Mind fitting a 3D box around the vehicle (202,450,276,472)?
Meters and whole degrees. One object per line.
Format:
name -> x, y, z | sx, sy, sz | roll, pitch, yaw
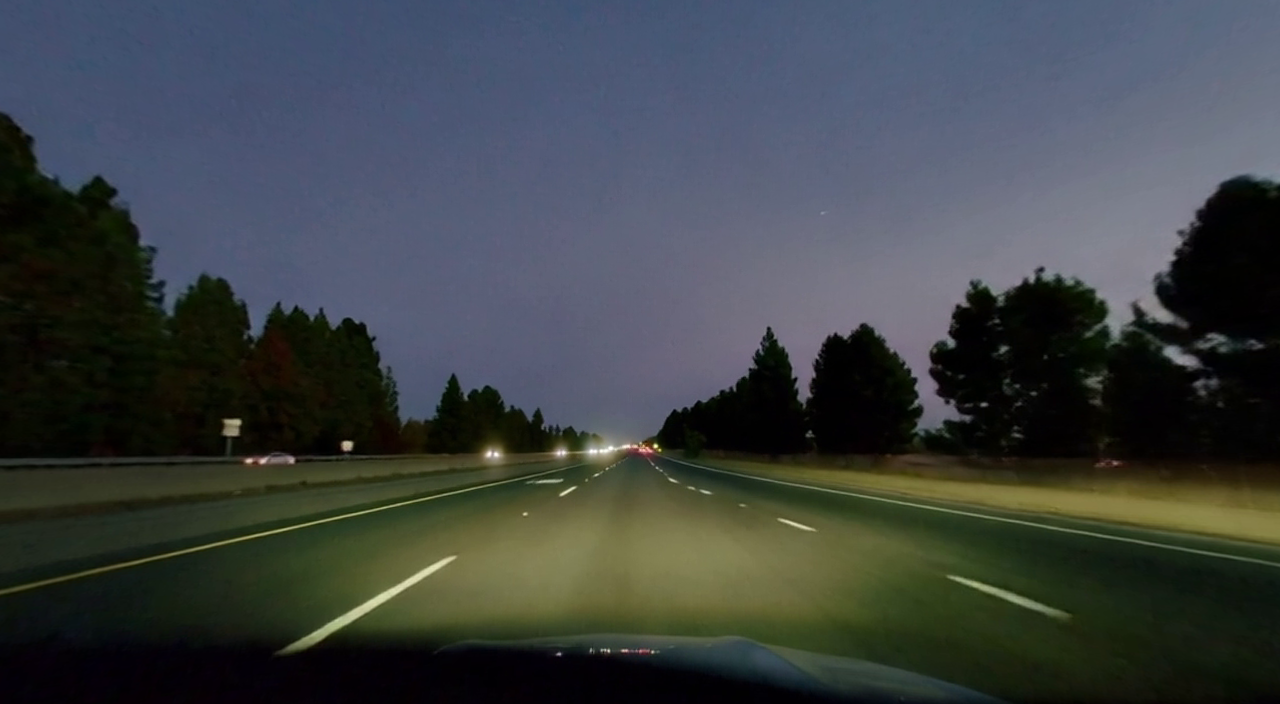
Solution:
vehicle -> -30.759, 8.357, 48.555 | 2.132, 1.559, 4.391 | -3, -9, 16
